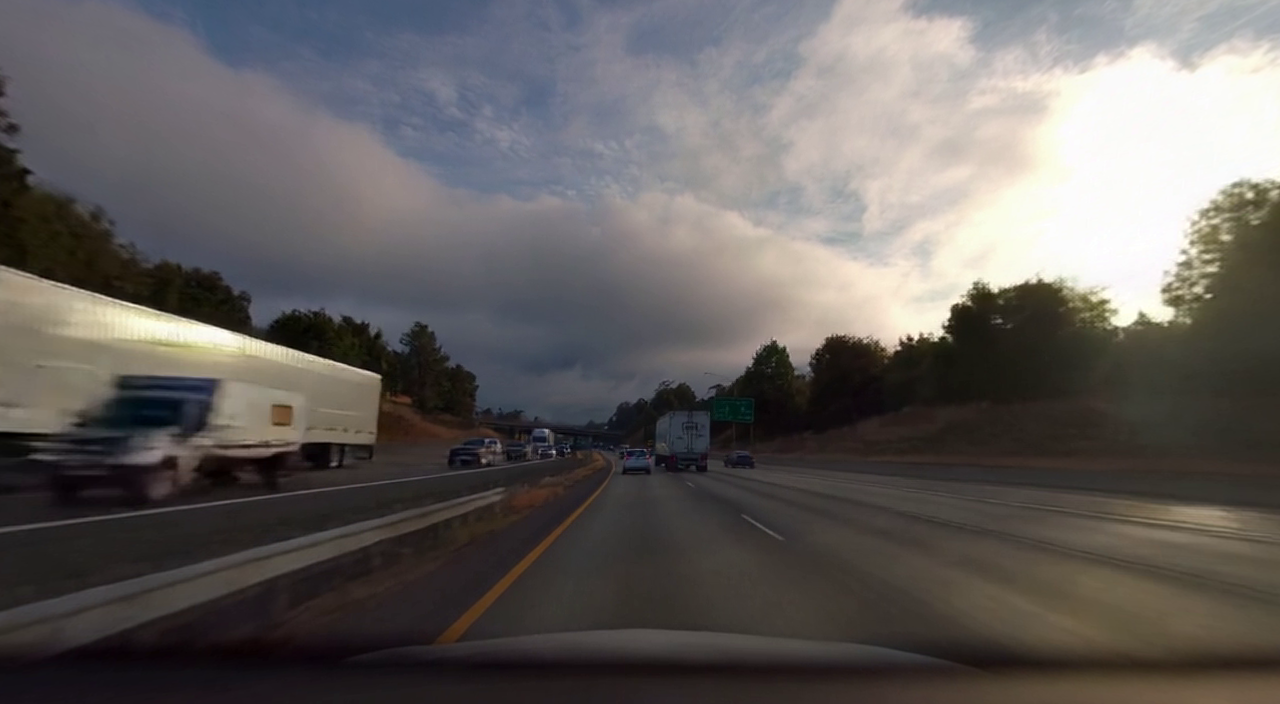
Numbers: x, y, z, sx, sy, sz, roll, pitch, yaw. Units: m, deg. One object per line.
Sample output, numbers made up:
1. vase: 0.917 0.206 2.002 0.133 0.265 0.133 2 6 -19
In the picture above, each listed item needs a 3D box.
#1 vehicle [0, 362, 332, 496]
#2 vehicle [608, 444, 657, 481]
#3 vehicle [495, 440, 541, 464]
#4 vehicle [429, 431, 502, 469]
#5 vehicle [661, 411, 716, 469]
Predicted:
1. vehicle: -8.041 1.444 11.181 2.382 1.802 5.288 0 -9 1
2. vehicle: -0.372 5.179 29.618 2.111 1.599 3.859 0 -9 -1
3. vehicle: -7.789 6.424 40.647 2.183 1.457 3.987 0 -9 0
4. vehicle: -7.327 4.201 26.885 1.928 1.473 4.170 0 -9 -1
5. vehicle: 3.576 7.101 49.988 2.931 4.009 12.800 0 -9 -2
